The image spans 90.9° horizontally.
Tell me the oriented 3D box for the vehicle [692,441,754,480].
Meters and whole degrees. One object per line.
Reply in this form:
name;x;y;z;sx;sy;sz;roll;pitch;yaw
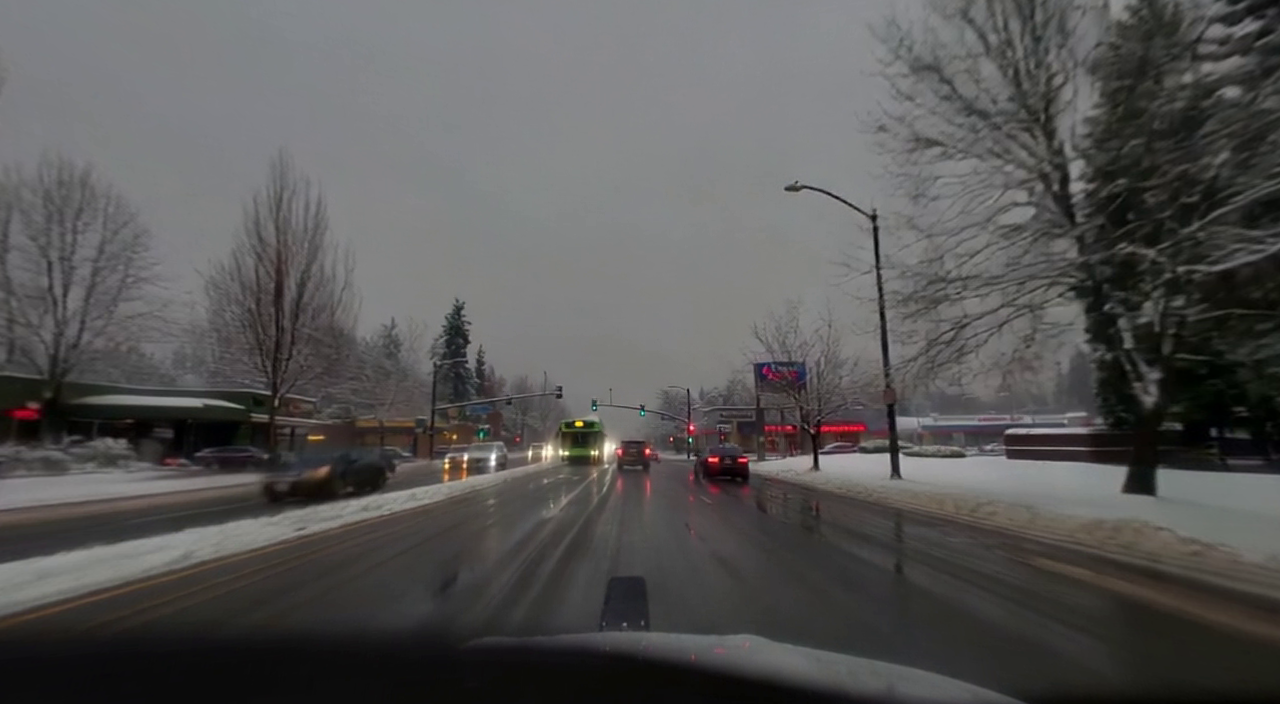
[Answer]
vehicle;3.478;4.666;27.304;2.046;1.540;3.883;0;-8;-2

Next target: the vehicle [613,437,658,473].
vehicle;-0.289;5.634;34.775;2.301;1.837;4.411;0;-8;-2

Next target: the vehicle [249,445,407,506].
vehicle;-8.386;3.321;17.495;2.228;1.476;4.162;0;-8;0

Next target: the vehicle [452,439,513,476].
vehicle;-8.519;5.723;34.547;2.154;1.832;4.820;0;-8;-1

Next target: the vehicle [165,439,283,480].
vehicle;-22.276;5.787;34.218;2.306;1.967;6.392;1;-9;-3

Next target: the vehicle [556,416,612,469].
vehicle;-3.759;6.564;45.692;3.018;3.217;13.998;0;-8;-1
